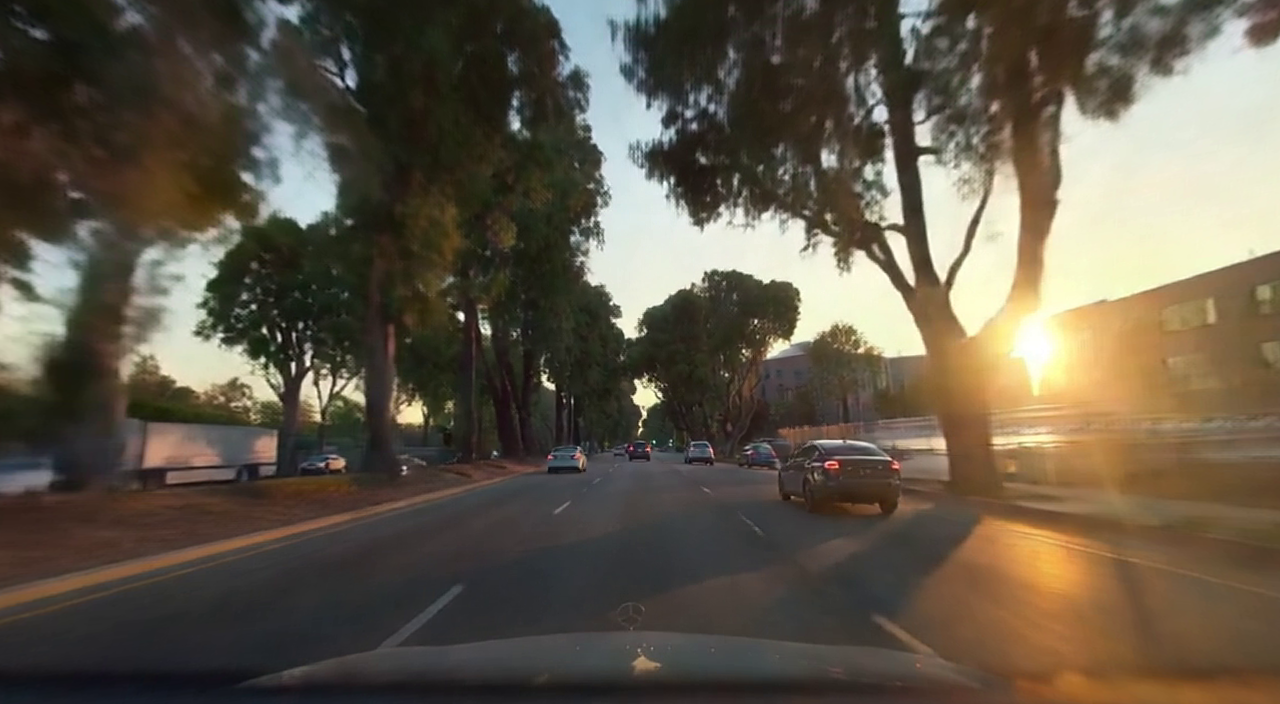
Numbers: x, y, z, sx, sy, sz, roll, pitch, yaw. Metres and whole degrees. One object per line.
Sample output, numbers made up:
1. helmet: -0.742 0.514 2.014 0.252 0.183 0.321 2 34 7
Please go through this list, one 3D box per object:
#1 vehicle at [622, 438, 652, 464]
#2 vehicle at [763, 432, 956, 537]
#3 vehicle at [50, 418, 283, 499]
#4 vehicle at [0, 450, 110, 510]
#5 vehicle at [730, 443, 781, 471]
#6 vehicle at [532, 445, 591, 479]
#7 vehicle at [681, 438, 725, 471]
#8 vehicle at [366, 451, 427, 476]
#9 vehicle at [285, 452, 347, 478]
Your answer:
1. vehicle: -0.277 7.816 49.836 2.247 1.882 4.603 0 -8 -1
2. vehicle: 3.613 2.239 11.327 1.919 1.502 4.232 0 -8 0
3. vehicle: -22.487 5.164 31.370 2.816 3.267 11.356 0 -8 0
4. vehicle: -22.382 4.554 22.525 2.159 1.908 5.564 -2 -8 -1
5. vehicle: 6.818 6.227 37.661 2.040 1.509 4.618 0 -8 -2
6. vehicle: -3.258 4.645 26.922 2.013 1.354 3.908 0 -8 0
7. vehicle: 3.449 5.720 35.298 1.980 1.709 4.367 0 -8 -1
8. vehicle: -15.679 7.167 40.891 2.046 1.482 4.697 0 -8 0
9. vehicle: -22.718 7.932 44.433 1.976 1.697 4.738 0 -8 -2
